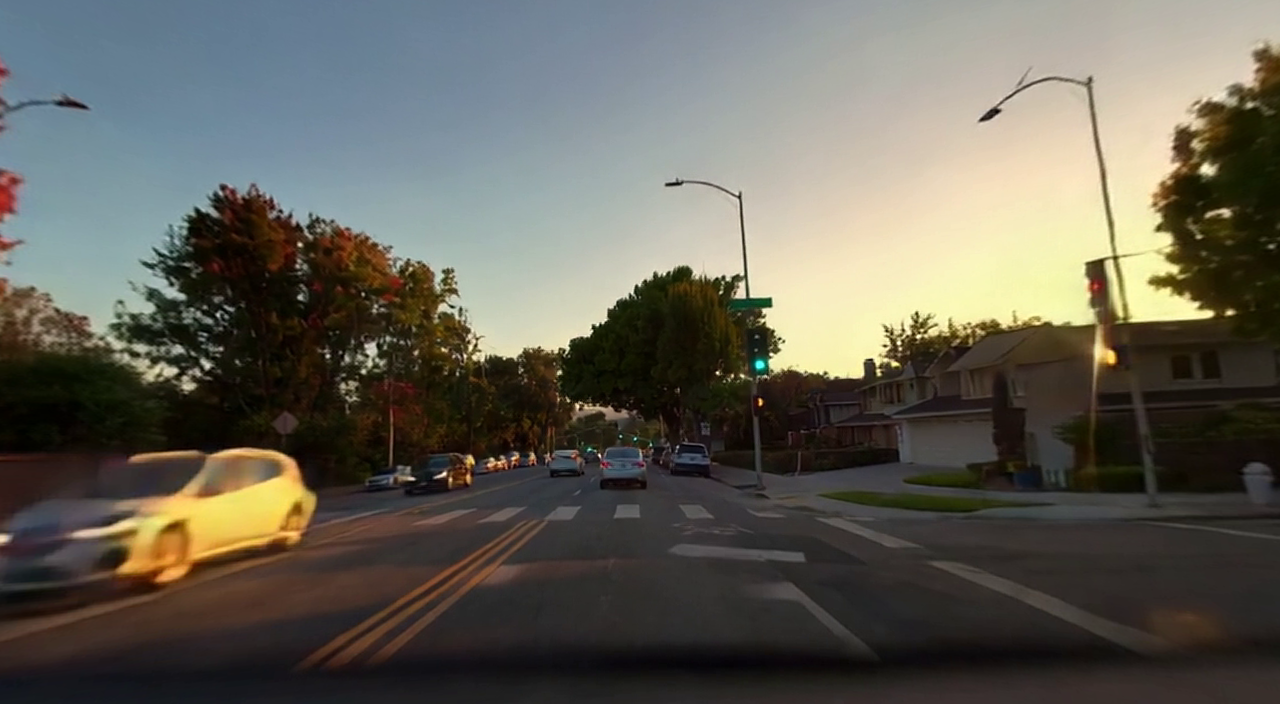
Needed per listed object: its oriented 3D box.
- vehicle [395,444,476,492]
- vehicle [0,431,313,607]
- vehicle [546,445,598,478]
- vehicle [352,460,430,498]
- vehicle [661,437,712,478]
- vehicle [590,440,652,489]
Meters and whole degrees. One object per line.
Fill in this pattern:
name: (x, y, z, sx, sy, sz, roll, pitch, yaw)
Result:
vehicle: (-9.508, 5.377, 29.795, 2.105, 1.858, 4.903, -6, -8, 0)
vehicle: (-6.479, 1.975, 8.428, 1.958, 1.706, 4.281, -1, -8, -1)
vehicle: (-3.349, 5.462, 31.859, 2.117, 1.528, 4.277, 0, -8, 0)
vehicle: (-12.710, 6.458, 32.566, 2.050, 1.518, 5.115, -3, -8, -1)
vehicle: (2.243, 5.259, 31.717, 2.119, 1.884, 4.567, 0, -8, -1)
vehicle: (-0.657, 4.016, 22.836, 2.041, 1.575, 4.304, 0, -8, -1)
